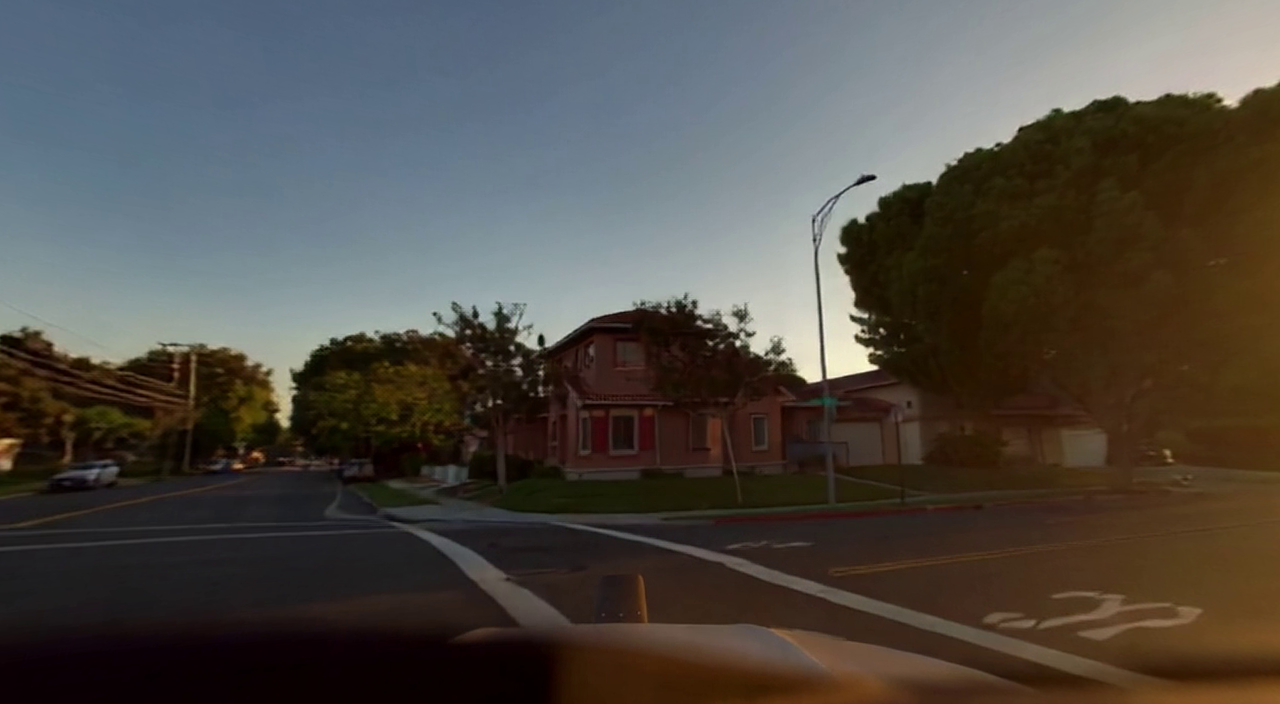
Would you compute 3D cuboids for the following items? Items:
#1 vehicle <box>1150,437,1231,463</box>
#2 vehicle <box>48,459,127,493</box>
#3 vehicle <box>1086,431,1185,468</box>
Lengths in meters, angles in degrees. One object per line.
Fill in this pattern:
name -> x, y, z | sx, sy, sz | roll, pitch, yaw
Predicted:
vehicle -> 40.229, 7.158, 46.149 | 5.099, 1.746, 2.139 | 3, -12, -22
vehicle -> -28.448, 6.347, 32.697 | 2.036, 1.546, 4.705 | 5, -10, -29
vehicle -> 28.797, 5.696, 36.703 | 5.161, 1.829, 2.034 | 6, -10, -21
